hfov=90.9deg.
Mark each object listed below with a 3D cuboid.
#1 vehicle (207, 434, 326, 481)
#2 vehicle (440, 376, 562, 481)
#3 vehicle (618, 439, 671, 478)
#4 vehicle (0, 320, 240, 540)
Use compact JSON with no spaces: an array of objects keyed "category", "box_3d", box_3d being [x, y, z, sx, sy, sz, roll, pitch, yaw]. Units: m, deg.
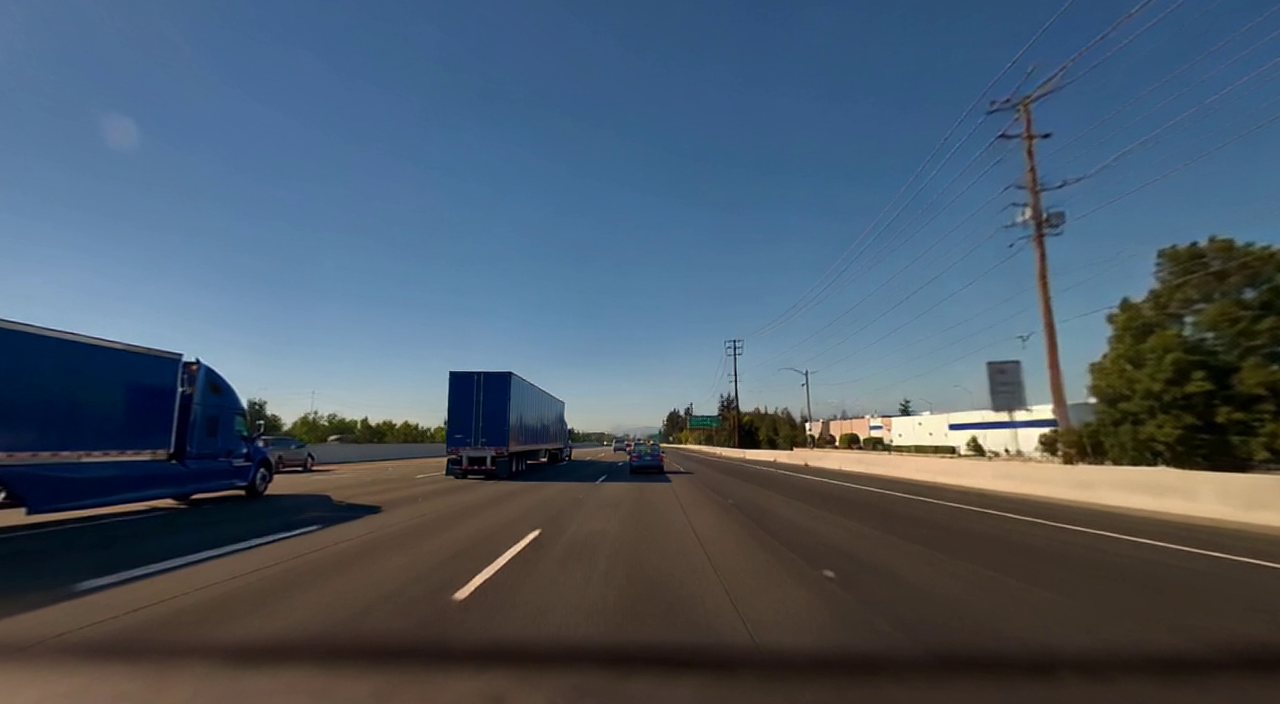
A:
[{"category":"vehicle","box_3d":[-14.722,4.168,25.229,1.938,1.679,4.469,0,-8,1]},{"category":"vehicle","box_3d":[-6.367,4.111,32.397,2.907,4.081,15.311,0,-8,0]},{"category":"vehicle","box_3d":[0.203,4.464,26.696,2.055,1.514,4.323,0,-8,1]},{"category":"vehicle","box_3d":[-10.686,1.196,9.570,2.896,3.140,9.491,0,-8,1]}]
